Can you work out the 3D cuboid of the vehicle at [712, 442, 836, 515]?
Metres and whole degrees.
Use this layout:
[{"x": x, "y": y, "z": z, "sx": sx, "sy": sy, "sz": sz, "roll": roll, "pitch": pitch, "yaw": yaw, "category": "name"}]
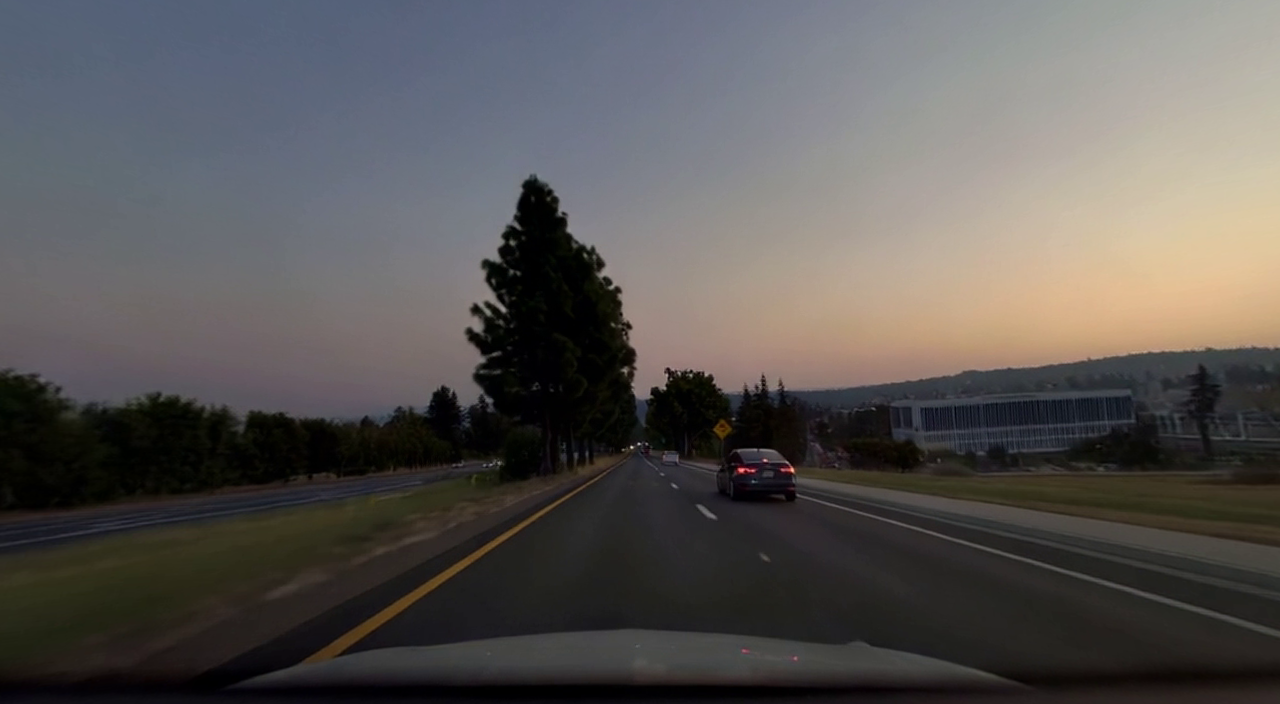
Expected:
[{"x": 3.114, "y": 3.052, "z": 15.753, "sx": 2.042, "sy": 1.518, "sz": 4.477, "roll": 1, "pitch": -9, "yaw": -1, "category": "vehicle"}]
